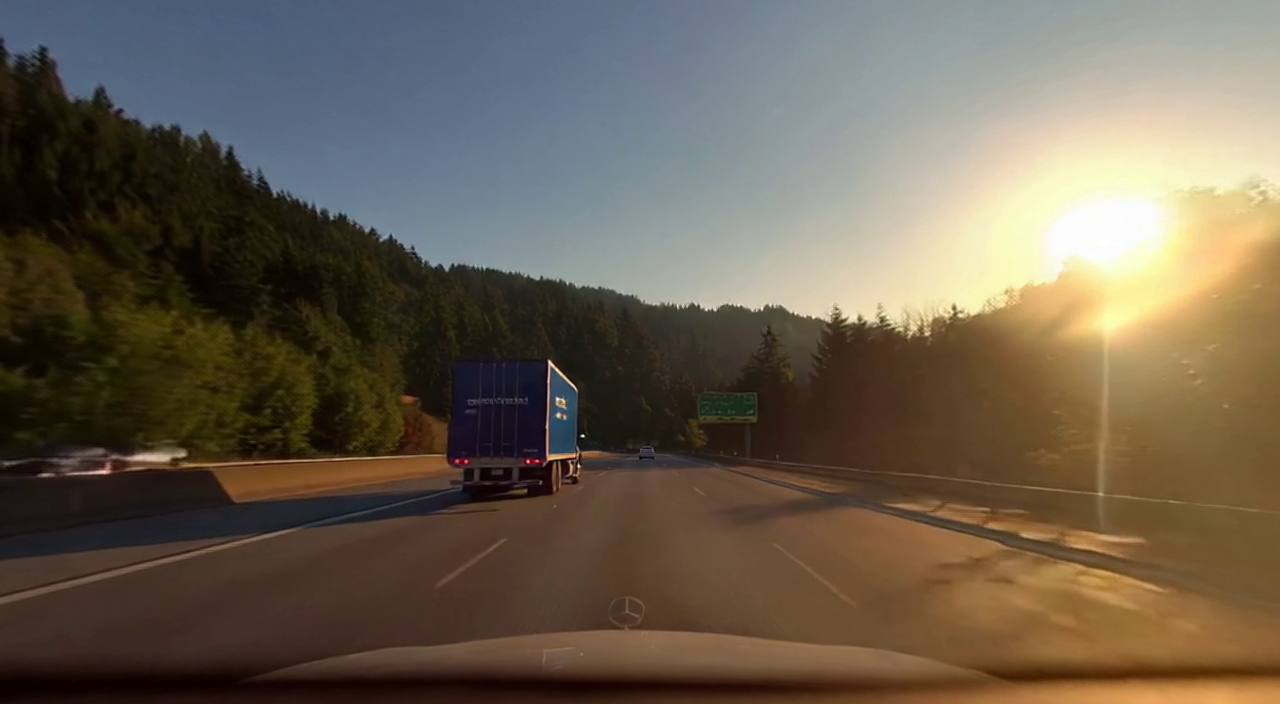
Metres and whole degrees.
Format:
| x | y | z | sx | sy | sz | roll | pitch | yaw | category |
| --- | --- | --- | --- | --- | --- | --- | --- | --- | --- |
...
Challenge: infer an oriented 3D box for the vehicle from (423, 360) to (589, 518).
| x | y | z | sx | sy | sz | roll | pitch | yaw | category |
| --- | --- | --- | --- | --- | --- | --- | --- | --- | --- |
| -2.946 | 2.245 | 16.111 | 2.695 | 3.151 | 6.885 | 0 | -9 | 0 | vehicle |
